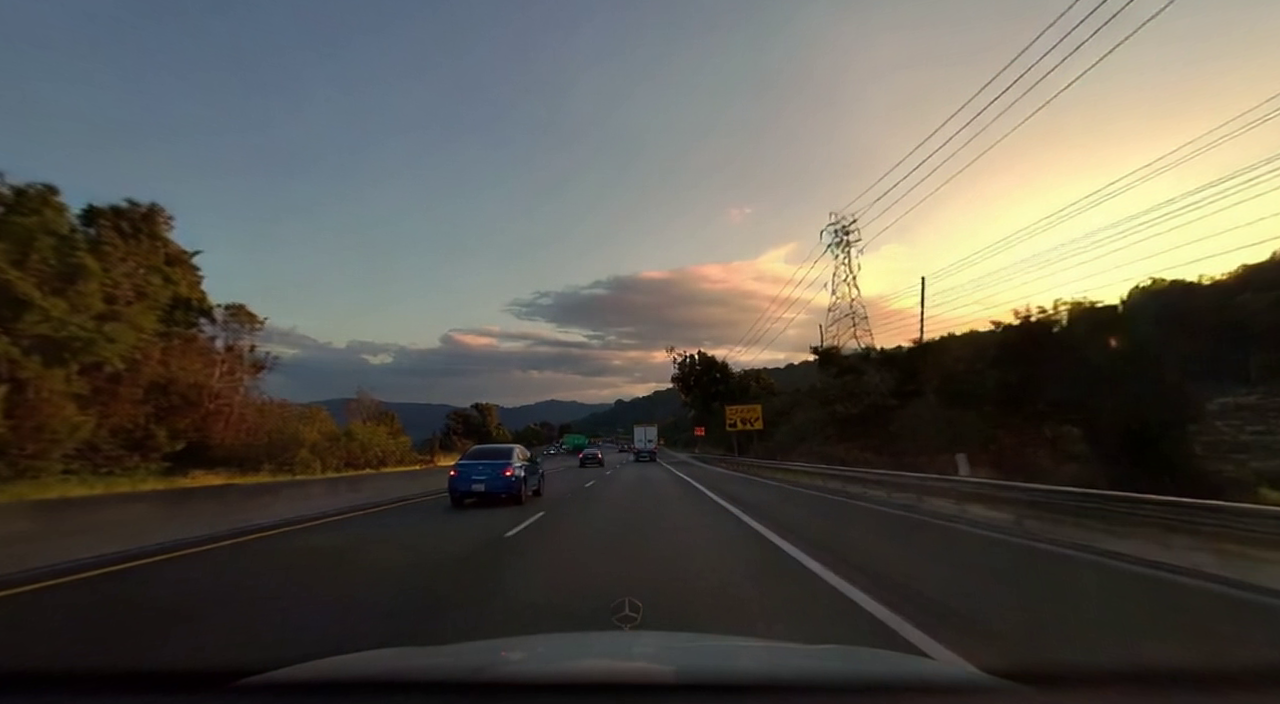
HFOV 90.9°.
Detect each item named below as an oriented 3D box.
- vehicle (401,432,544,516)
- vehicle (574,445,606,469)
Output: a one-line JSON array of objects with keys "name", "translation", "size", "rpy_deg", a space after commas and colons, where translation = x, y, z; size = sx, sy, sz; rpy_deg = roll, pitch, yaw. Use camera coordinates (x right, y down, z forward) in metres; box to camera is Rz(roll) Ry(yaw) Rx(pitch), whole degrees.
[{"name": "vehicle", "translation": [-3.830, 2.879, 15.484], "size": [2.049, 1.697, 4.998], "rpy_deg": [0, -9, 1]}, {"name": "vehicle", "translation": [-3.842, 8.182, 49.246], "size": [2.111, 1.735, 4.066], "rpy_deg": [0, -9, 1]}]
